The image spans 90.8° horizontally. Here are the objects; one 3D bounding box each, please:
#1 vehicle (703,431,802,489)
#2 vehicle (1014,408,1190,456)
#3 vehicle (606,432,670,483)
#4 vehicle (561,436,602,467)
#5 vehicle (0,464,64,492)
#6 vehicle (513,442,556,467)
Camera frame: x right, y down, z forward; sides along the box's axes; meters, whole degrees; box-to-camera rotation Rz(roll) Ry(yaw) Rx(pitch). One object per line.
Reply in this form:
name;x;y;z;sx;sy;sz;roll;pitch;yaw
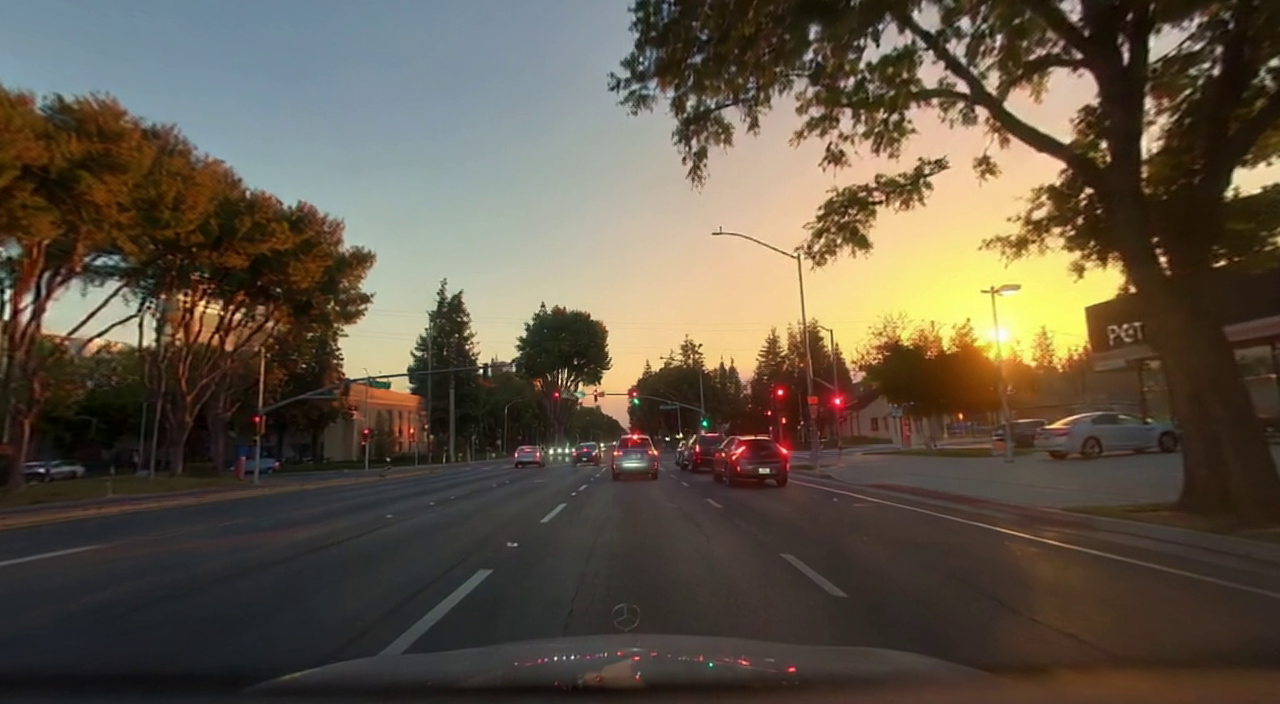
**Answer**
vehicle;3.526;3.493;20.729;2.198;1.660;4.512;0;-9;-3
vehicle;15.497;2.733;21.415;4.344;1.512;1.936;-1;-9;4
vehicle;-0.150;3.877;23.405;2.146;1.685;4.003;0;-9;-2
vehicle;-3.627;6.246;39.804;2.106;1.778;4.444;0;-9;0
vehicle;-34.904;6.989;34.963;4.030;1.435;1.767;4;-10;-27
vehicle;-6.689;6.543;40.471;1.954;1.473;4.350;0;-9;1
